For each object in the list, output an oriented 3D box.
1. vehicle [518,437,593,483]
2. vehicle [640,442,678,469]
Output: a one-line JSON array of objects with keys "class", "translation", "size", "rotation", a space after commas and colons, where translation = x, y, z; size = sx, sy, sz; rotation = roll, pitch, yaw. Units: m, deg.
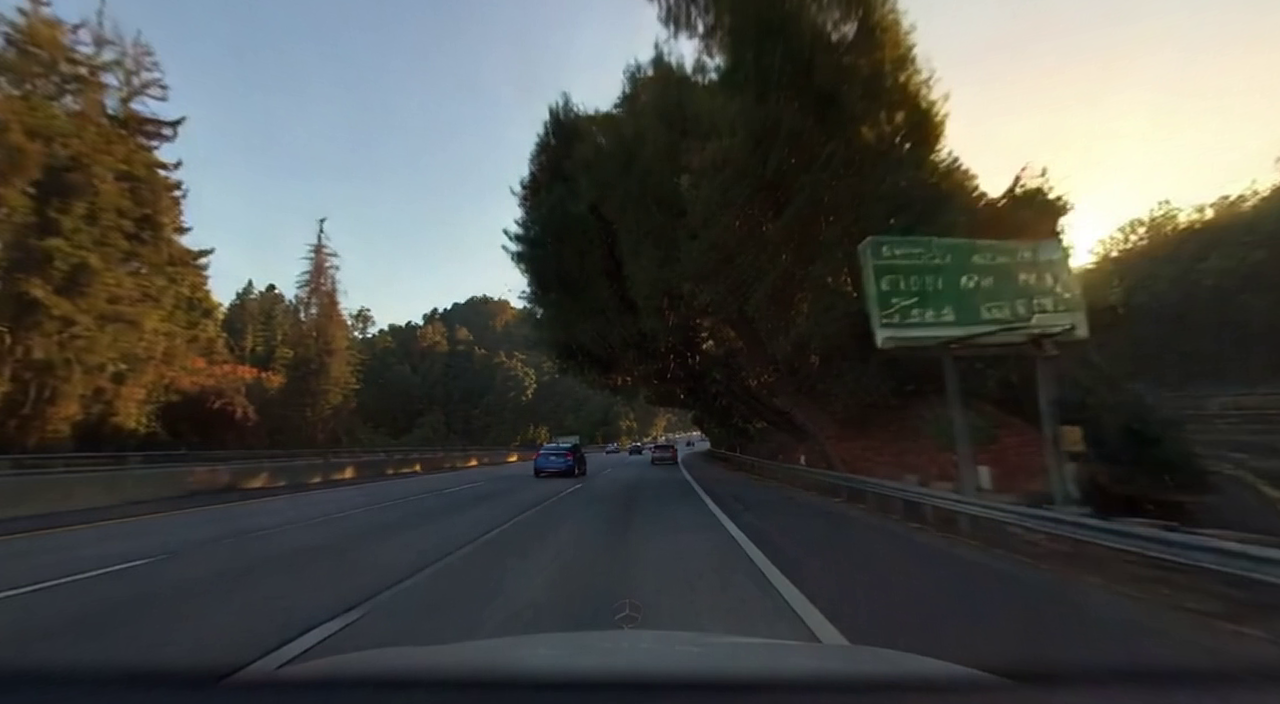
[{"class": "vehicle", "translation": [-3.007, 3.972, 23.553], "size": [2.024, 1.531, 4.431], "rotation": [0, -8, 2]}, {"class": "vehicle", "translation": [1.160, 5.935, 36.430], "size": [2.113, 1.464, 4.073], "rotation": [0, -8, 3]}]
